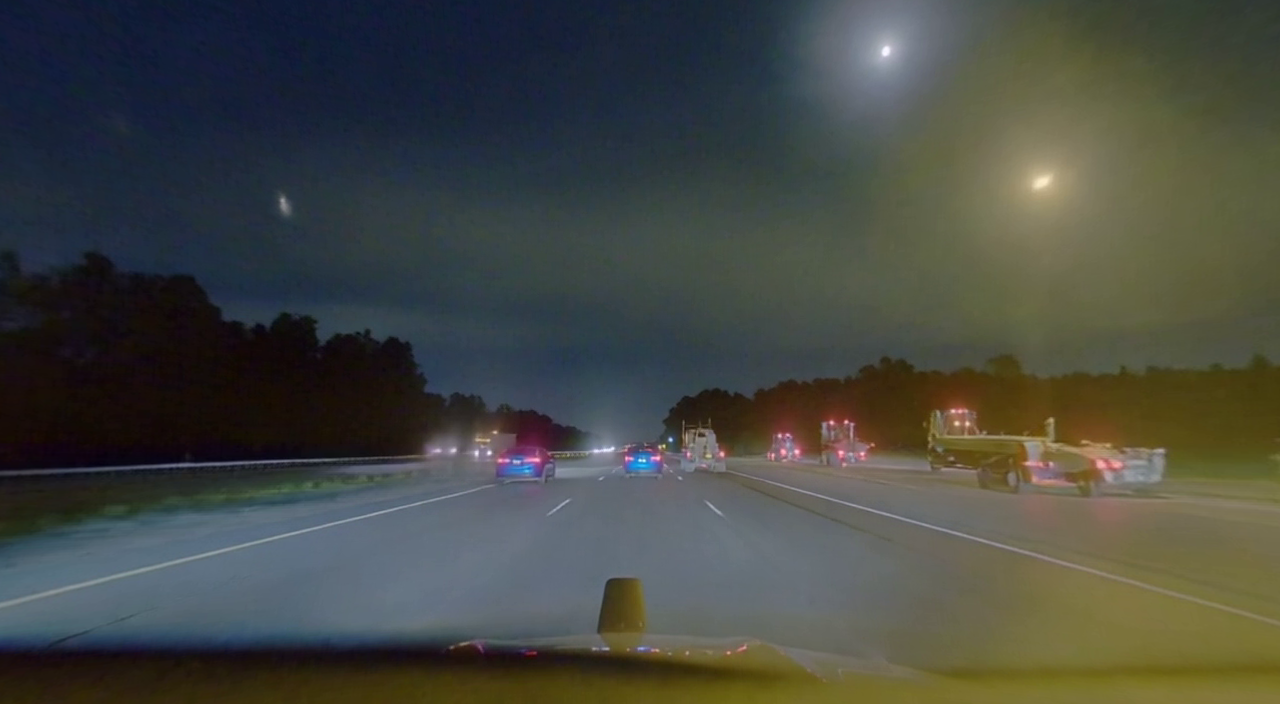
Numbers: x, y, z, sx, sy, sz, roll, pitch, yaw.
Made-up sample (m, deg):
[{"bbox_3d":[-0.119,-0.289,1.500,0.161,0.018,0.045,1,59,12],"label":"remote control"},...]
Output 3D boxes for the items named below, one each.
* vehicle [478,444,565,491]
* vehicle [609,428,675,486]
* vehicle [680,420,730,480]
[{"bbox_3d":[-4.023,3.966,22.150,2.096,1.469,4.319,0,-8,2],"label":"vehicle"},{"bbox_3d":[0.085,4.011,24.406,2.308,1.993,4.631,0,-8,1],"label":"vehicle"},{"bbox_3d":[4.495,7.077,45.780,2.793,3.828,9.580,0,-9,1],"label":"vehicle"}]
